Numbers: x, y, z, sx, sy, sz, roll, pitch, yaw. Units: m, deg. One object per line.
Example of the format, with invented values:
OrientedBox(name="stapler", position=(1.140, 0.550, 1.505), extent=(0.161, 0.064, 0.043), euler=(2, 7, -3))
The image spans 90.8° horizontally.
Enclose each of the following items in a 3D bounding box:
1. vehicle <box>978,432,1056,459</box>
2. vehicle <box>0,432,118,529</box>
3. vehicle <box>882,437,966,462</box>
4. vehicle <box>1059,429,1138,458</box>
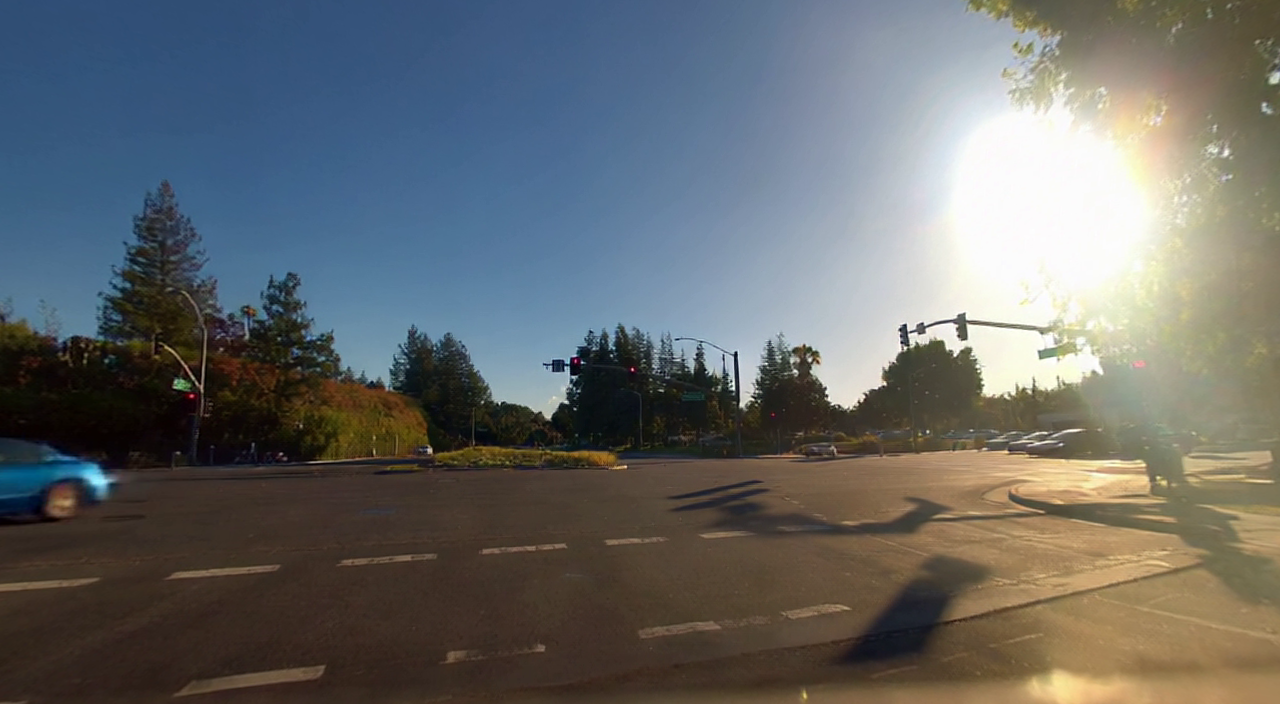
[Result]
OrientedBox(name="vehicle", position=(26.982, 6.731, 45.252), extent=(5.032, 1.828, 2.183), euler=(4, -9, -24))
OrientedBox(name="vehicle", position=(-10.994, 2.011, 9.858), extent=(1.740, 1.500, 3.896), euler=(-4, -9, 24))
OrientedBox(name="vehicle", position=(18.721, 6.426, 41.613), extent=(5.234, 1.549, 1.982), euler=(4, -9, -24))
OrientedBox(name="vehicle", position=(36.121, 7.206, 49.715), extent=(6.148, 2.119, 2.473), euler=(4, -10, -28))
